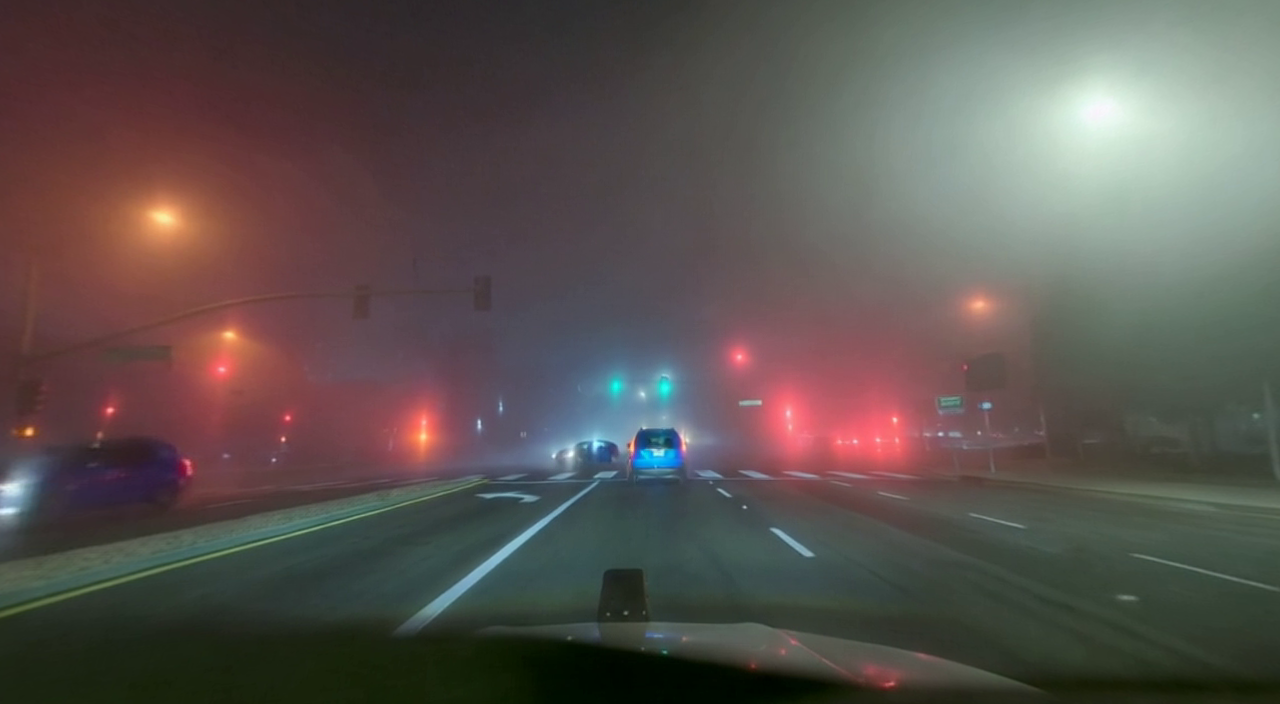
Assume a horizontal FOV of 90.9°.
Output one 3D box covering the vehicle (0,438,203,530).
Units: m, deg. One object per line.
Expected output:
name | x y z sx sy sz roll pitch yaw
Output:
vehicle | -12.321 2.768 13.925 1.954 1.673 4.460 -1 -8 3

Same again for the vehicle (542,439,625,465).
vehicle | -3.426 6.102 38.713 4.705 1.486 2.013 5 -10 -34

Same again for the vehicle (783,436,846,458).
vehicle | 12.371 6.764 44.906 3.963 1.480 1.774 0 -8 1

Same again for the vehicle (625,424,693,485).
vehicle | 0.588 3.327 20.687 1.994 1.759 4.186 0 -8 1
